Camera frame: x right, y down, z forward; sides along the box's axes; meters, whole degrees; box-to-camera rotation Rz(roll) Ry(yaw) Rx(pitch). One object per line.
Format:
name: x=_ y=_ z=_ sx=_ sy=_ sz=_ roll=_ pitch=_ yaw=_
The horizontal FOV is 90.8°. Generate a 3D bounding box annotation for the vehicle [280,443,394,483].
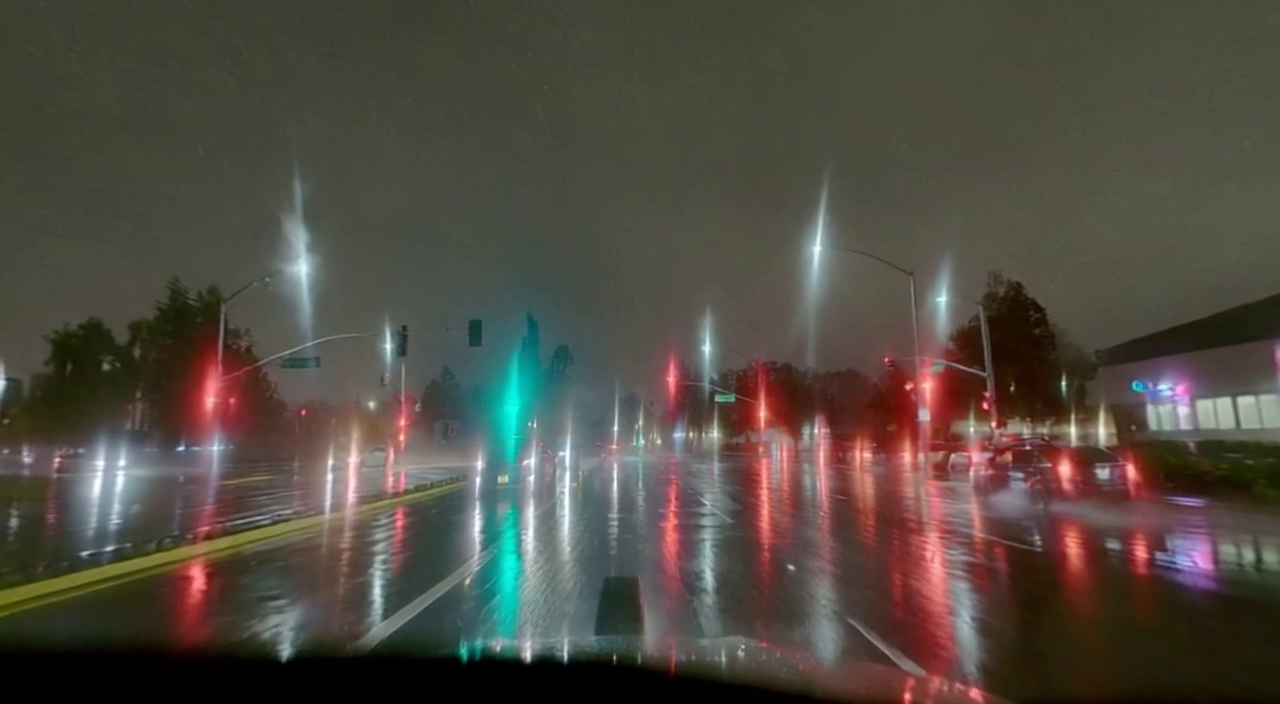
vehicle: x=-12.228 y=4.469 z=25.848 sx=1.873 sy=1.485 sz=4.382 roll=-2 pitch=-9 yaw=11

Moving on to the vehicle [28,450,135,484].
vehicle: x=-28.047 y=5.733 z=31.721 sx=5.228 sy=1.539 sz=2.009 roll=-4 pitch=-9 yaw=25

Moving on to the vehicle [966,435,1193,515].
vehicle: x=9.276 y=2.607 z=13.903 sx=1.936 sy=1.460 sz=4.258 roll=0 pitch=-8 yaw=1

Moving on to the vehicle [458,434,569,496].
vehicle: x=-3.366 y=3.124 z=17.888 sx=2.121 sy=1.481 sz=4.708 roll=0 pitch=-8 yaw=1

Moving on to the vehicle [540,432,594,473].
vehicle: x=-3.334 y=4.720 z=29.798 sx=2.040 sy=1.775 sz=4.433 roll=0 pitch=-8 yaw=0
